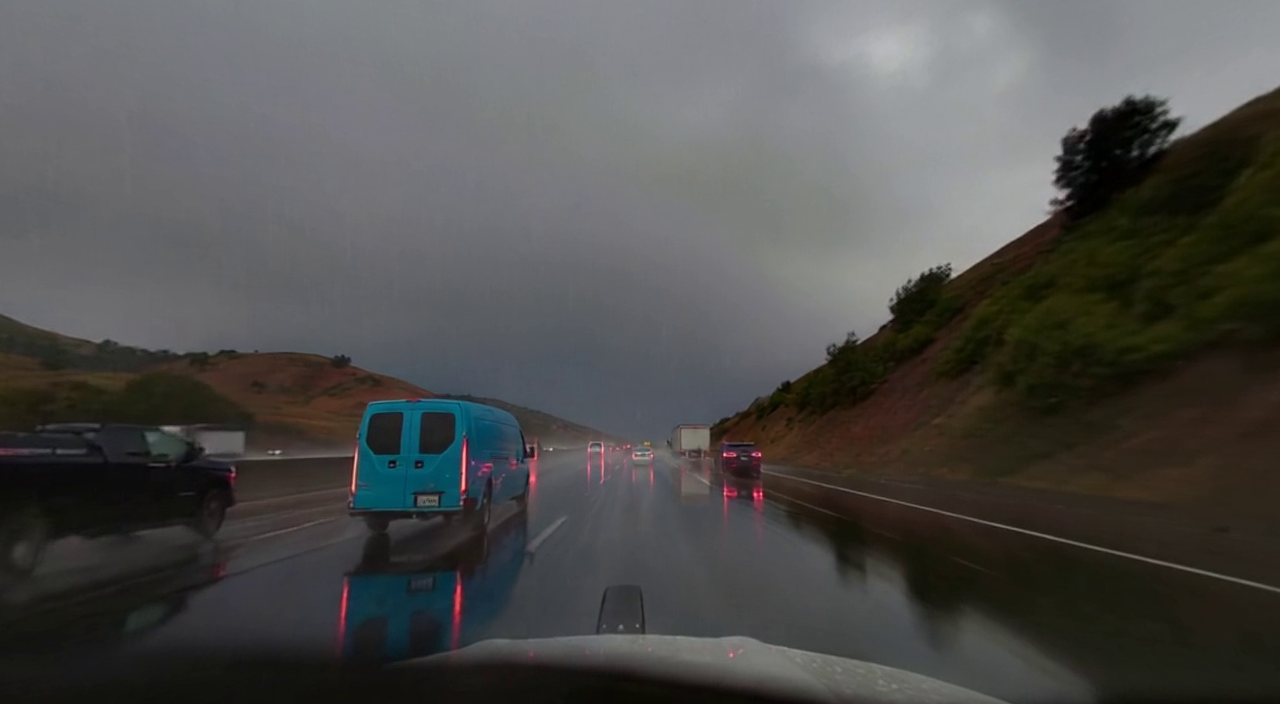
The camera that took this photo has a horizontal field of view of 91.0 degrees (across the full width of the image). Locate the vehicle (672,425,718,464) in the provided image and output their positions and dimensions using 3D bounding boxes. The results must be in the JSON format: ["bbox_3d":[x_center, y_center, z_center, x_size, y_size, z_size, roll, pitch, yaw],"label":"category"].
[{"bbox_3d":[4.113,7.185,48.809,2.877,2.730,7.831,0,-9,0],"label":"vehicle"}]

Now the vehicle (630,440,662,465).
[{"bbox_3d":[0.379,6.591,41.370,2.014,1.543,3.804,0,-9,0],"label":"vehicle"}]

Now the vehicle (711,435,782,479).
[{"bbox_3d":[4.191,4.203,25.460,2.051,1.598,4.145,0,-9,-1],"label":"vehicle"}]

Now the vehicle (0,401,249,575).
[{"bbox_3d":[-7.376,1.557,7.646,2.054,1.715,4.928,0,-8,0],"label":"vehicle"}]

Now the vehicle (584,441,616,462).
[{"bbox_3d":[-3.044,7.630,48.440,2.138,1.581,4.340,0,-9,1],"label":"vehicle"}]

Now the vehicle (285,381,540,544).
[{"bbox_3d":[-3.553,1.926,11.502,2.421,2.203,5.775,0,-8,1],"label":"vehicle"}]
